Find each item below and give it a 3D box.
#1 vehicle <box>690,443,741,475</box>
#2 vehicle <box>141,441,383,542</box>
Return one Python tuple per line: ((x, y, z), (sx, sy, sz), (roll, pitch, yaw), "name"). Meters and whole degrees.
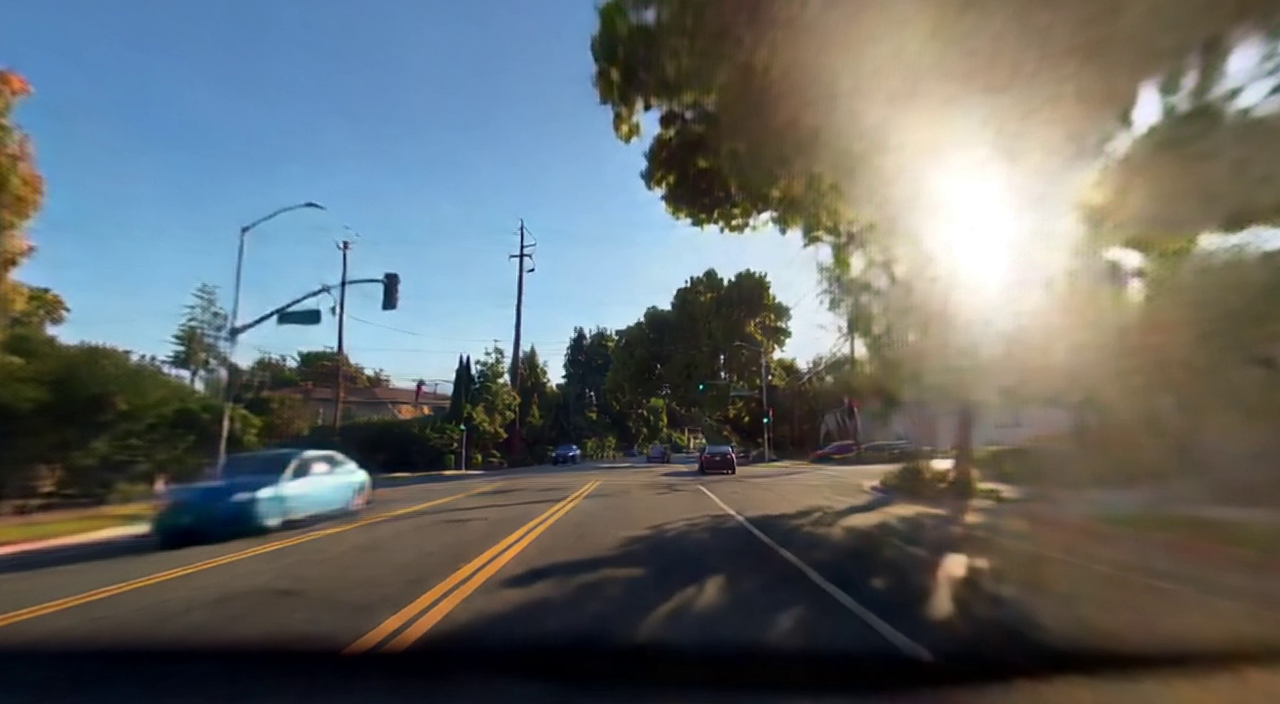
((3.708, 5.310, 31.638), (1.951, 1.479, 4.487), (0, -8, 0), "vehicle")
((-7.263, 2.671, 12.853), (2.126, 1.645, 4.493), (0, -8, 0), "vehicle")
